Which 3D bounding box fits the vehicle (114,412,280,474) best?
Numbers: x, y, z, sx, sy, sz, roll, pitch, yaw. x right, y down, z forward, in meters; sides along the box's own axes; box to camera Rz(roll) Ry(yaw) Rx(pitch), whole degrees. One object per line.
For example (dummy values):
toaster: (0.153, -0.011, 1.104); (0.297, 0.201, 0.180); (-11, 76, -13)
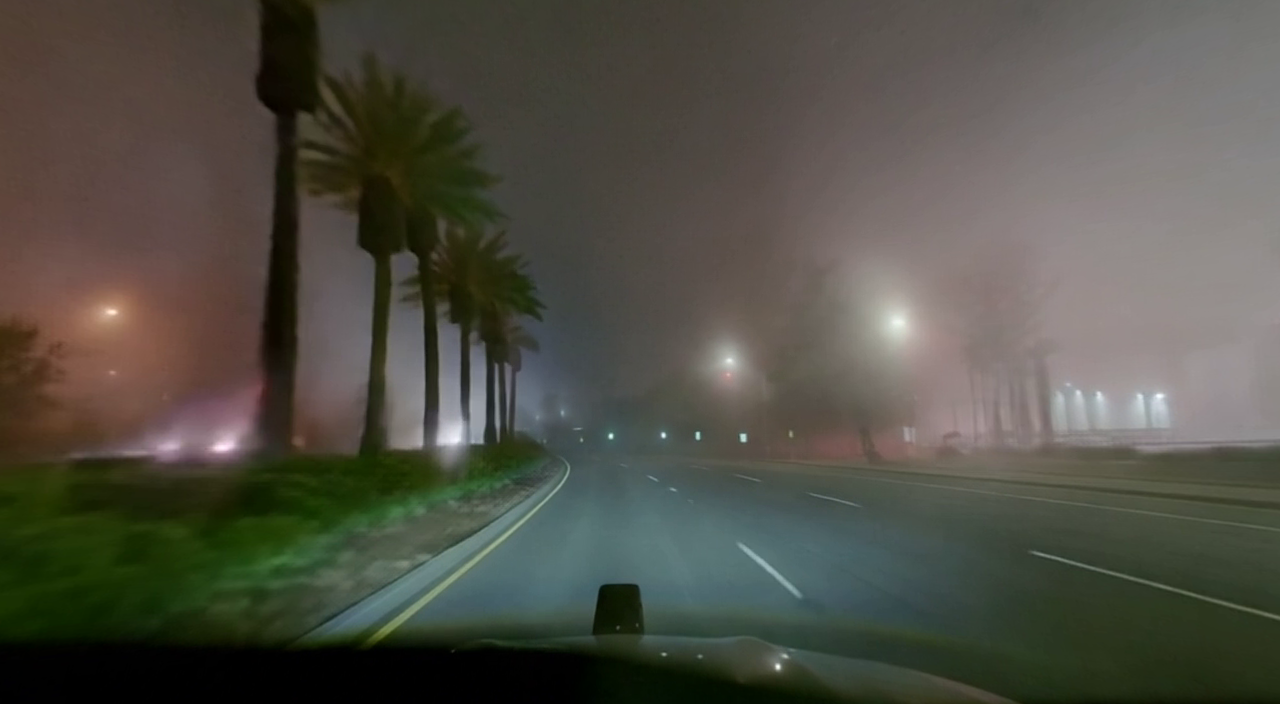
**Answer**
vehicle: (-13.264, 2.790, 19.355); (1.961, 1.664, 4.422); (0, -8, -2)
